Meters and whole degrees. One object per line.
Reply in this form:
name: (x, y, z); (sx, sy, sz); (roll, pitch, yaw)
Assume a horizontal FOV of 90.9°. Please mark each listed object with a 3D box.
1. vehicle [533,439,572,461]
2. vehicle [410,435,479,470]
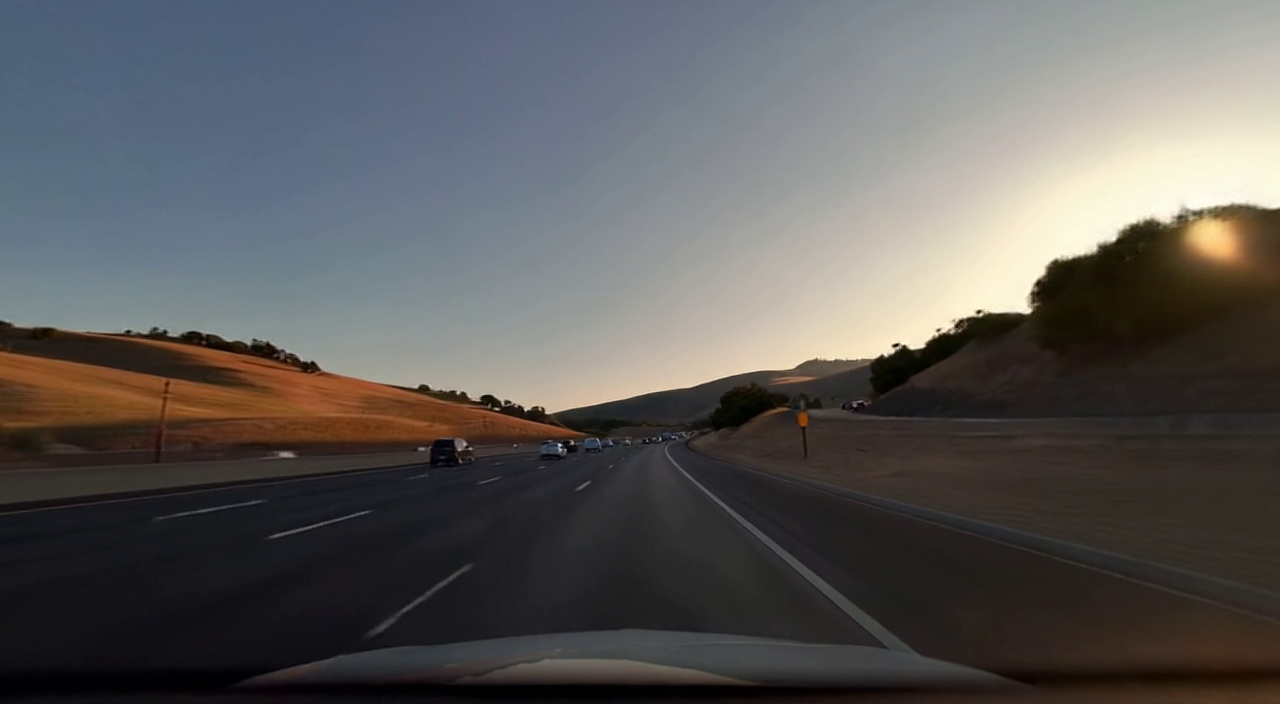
vehicle: (-6.347, 7.162, 46.263); (2.107, 1.484, 4.449); (0, -9, 2)
vehicle: (-10.381, 5.373, 33.869); (2.122, 1.695, 4.437); (0, -9, 2)
